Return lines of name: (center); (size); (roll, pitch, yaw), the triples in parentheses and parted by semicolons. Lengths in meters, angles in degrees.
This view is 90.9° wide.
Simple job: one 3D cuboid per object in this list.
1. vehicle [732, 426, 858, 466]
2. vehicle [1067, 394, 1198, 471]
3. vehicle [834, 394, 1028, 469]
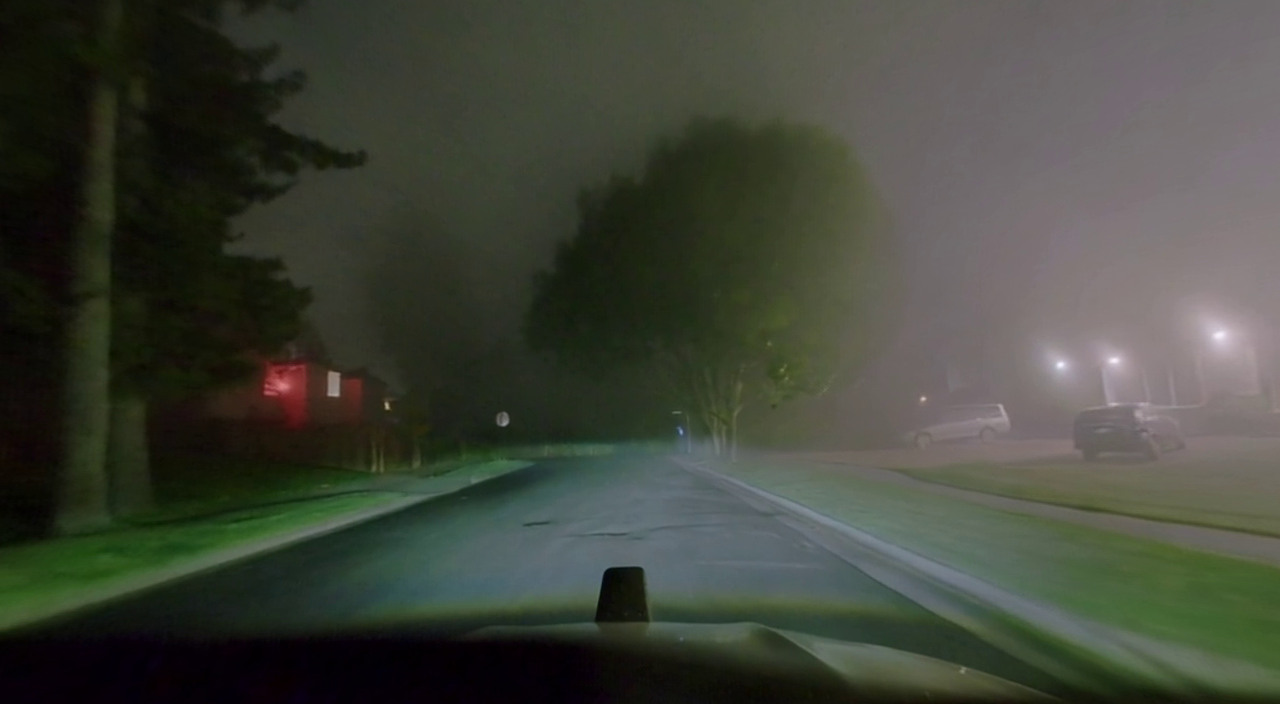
vehicle: (5.697, 3.496, 23.575); (4.229, 1.402, 1.811); (-1, -7, 0)
vehicle: (11.331, 1.870, 14.829); (2.004, 1.511, 4.494); (-5, -8, 34)
vehicle: (9.450, 2.647, 20.836); (5.239, 1.933, 2.131); (-4, -9, -2)
